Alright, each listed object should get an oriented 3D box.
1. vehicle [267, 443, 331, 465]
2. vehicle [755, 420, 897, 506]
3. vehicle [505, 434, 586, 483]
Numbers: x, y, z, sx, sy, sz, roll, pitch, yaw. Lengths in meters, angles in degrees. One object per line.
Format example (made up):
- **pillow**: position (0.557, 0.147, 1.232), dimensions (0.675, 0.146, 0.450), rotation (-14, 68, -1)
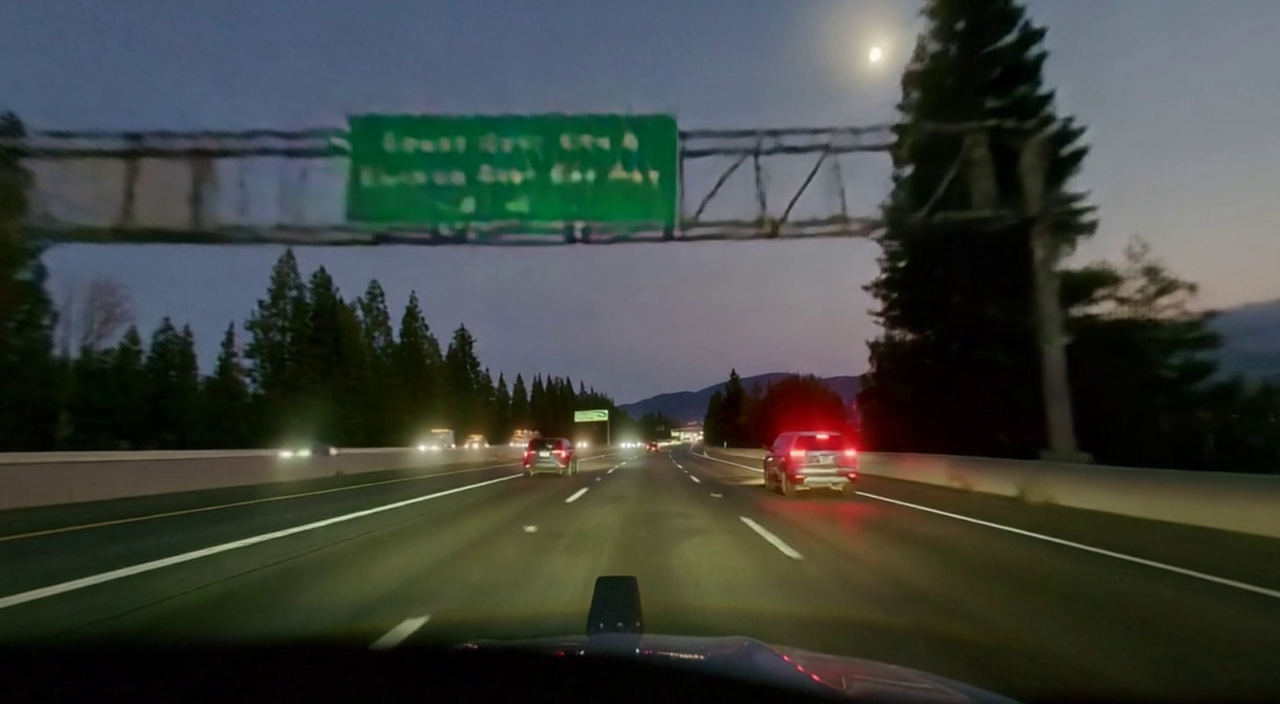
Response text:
- **vehicle**: position (-24.448, 7.312, 45.218), dimensions (1.845, 1.484, 4.753), rotation (0, -8, 2)
- **vehicle**: position (4.389, 2.698, 15.668), dimensions (2.149, 1.796, 4.487), rotation (0, -8, 0)
- **vehicle**: position (-3.325, 3.855, 22.954), dimensions (2.166, 1.608, 4.297), rotation (0, -8, 2)
